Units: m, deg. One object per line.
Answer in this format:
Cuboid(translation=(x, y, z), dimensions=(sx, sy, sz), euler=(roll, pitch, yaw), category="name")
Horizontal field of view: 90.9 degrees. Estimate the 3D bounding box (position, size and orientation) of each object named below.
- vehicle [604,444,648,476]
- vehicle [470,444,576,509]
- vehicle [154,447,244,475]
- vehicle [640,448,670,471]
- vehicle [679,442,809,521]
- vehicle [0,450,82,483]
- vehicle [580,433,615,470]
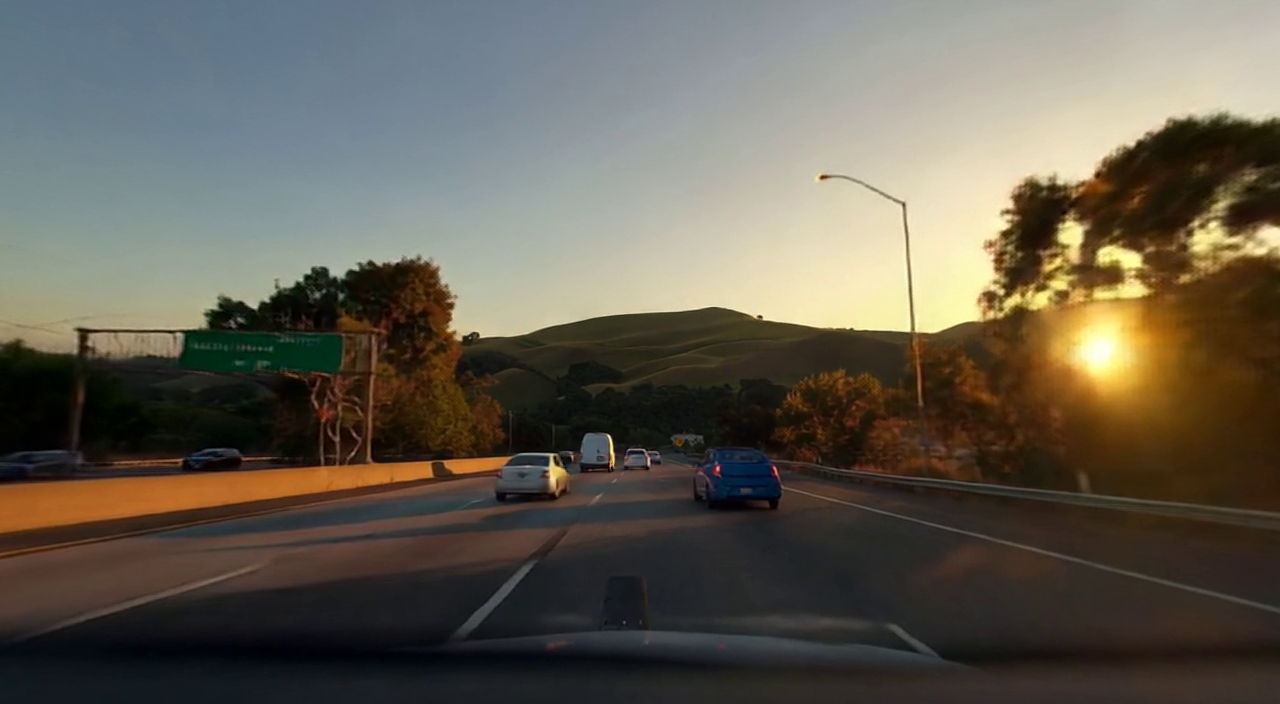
Cuboid(translation=(-0.856, 6.121, 36.002), dimensions=(2.270, 1.660, 4.101), euler=(0, -9, -4), category="vehicle")
Cuboid(translation=(-2.952, 3.242, 16.935), dimensions=(1.990, 1.501, 4.250), euler=(0, -8, 1), category="vehicle")
Cuboid(translation=(-33.880, 8.366, 48.779), dimensions=(2.295, 2.002, 6.355), euler=(0, -9, 0), category="vehicle")
Cuboid(translation=(1.065, 7.745, 45.594), dimensions=(2.054, 1.504, 3.890), euler=(0, -8, 0), category="vehicle")
Cuboid(translation=(2.131, 2.808, 14.321), dimensions=(2.050, 1.491, 4.362), euler=(0, -8, -2), category="vehicle")
Cuboid(translation=(-34.379, 6.321, 34.935), dimensions=(1.974, 1.677, 5.416), euler=(0, -9, 1), category="vehicle")
Cuboid(translation=(-3.271, 7.820, 49.536), dimensions=(2.396, 2.664, 5.735), euler=(0, -9, 0), category="vehicle")
